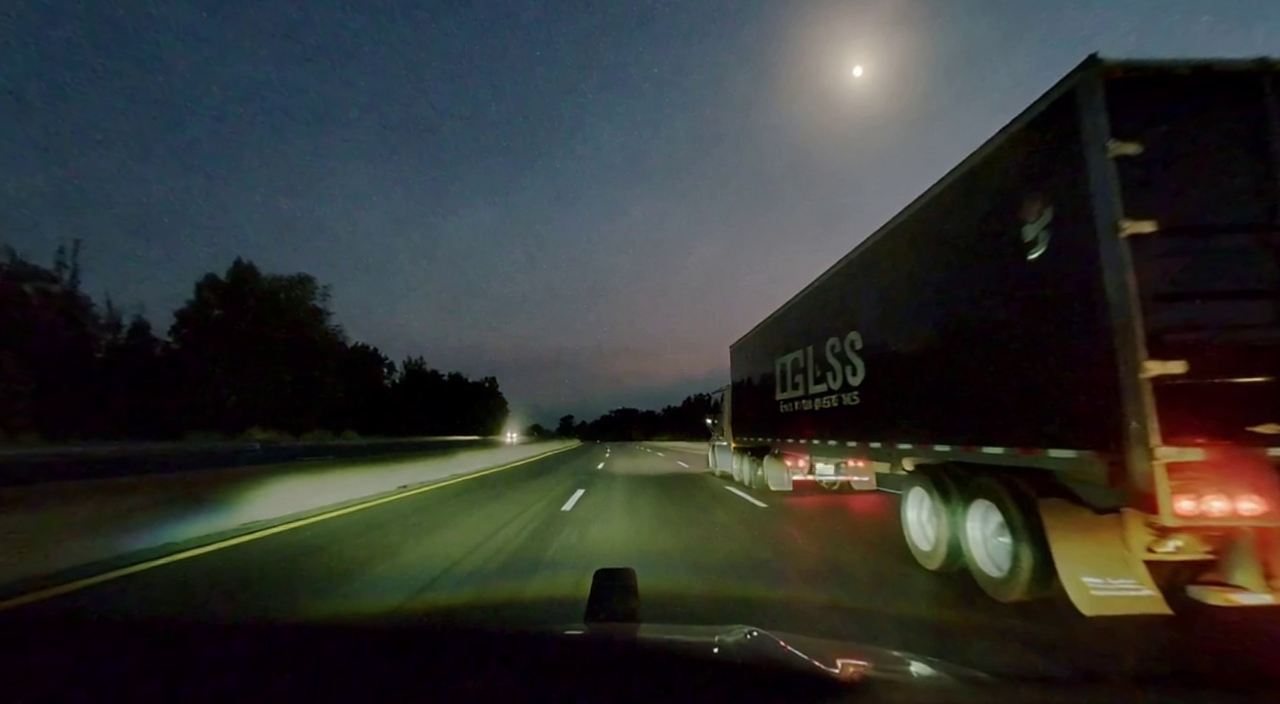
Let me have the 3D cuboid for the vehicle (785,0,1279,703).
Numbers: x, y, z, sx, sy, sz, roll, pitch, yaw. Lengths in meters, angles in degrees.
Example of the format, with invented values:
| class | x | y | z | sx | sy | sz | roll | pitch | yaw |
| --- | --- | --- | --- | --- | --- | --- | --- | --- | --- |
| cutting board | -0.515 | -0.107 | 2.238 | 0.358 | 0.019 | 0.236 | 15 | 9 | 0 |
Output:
| class | x | y | z | sx | sy | sz | roll | pitch | yaw |
| --- | --- | --- | --- | --- | --- | --- | --- | --- | --- |
| vehicle | 4.438 | 0.335 | 7.731 | 2.932 | 4.022 | 8.803 | 0 | -8 | -2 |
